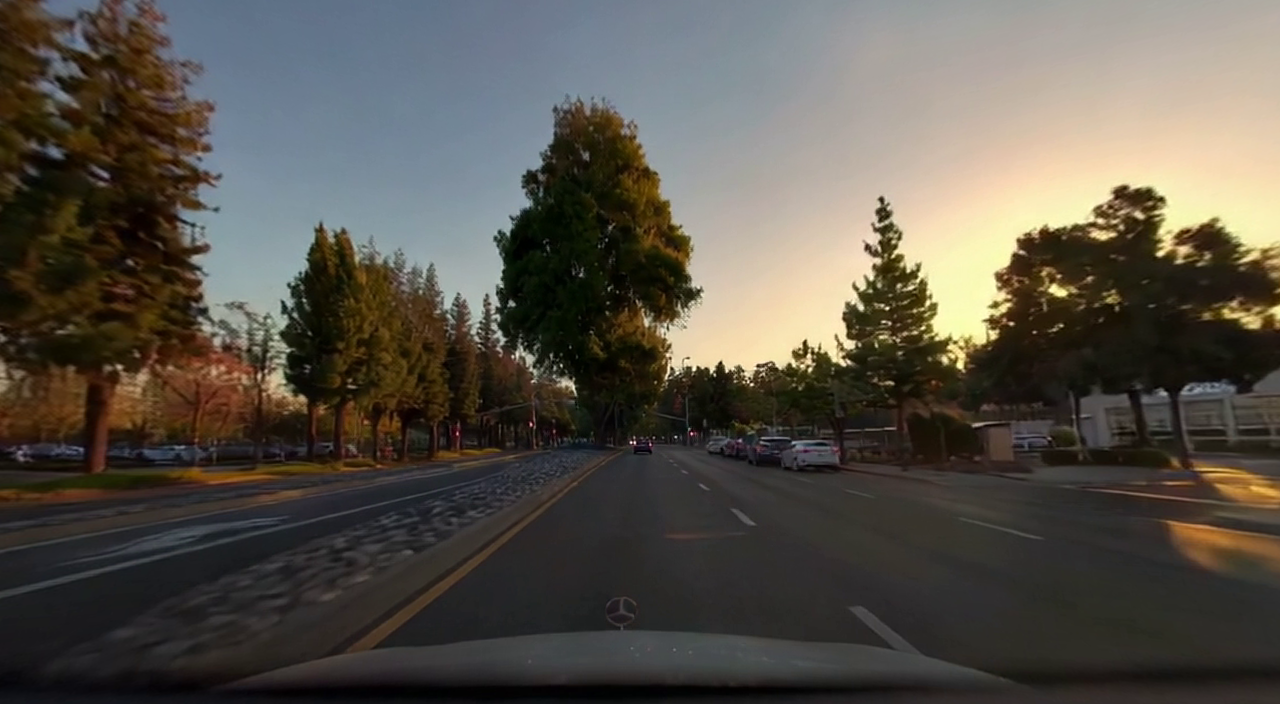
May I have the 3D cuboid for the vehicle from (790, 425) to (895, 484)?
[{"bbox_3d":[6.713,3.460,21.537,1.985,1.758,4.523,0,-8,-1],"label":"vehicle"}]

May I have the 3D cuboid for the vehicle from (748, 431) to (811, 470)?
[{"bbox_3d":[6.699,4.789,30.847,1.924,1.721,4.514,0,-8,-1],"label":"vehicle"}]
